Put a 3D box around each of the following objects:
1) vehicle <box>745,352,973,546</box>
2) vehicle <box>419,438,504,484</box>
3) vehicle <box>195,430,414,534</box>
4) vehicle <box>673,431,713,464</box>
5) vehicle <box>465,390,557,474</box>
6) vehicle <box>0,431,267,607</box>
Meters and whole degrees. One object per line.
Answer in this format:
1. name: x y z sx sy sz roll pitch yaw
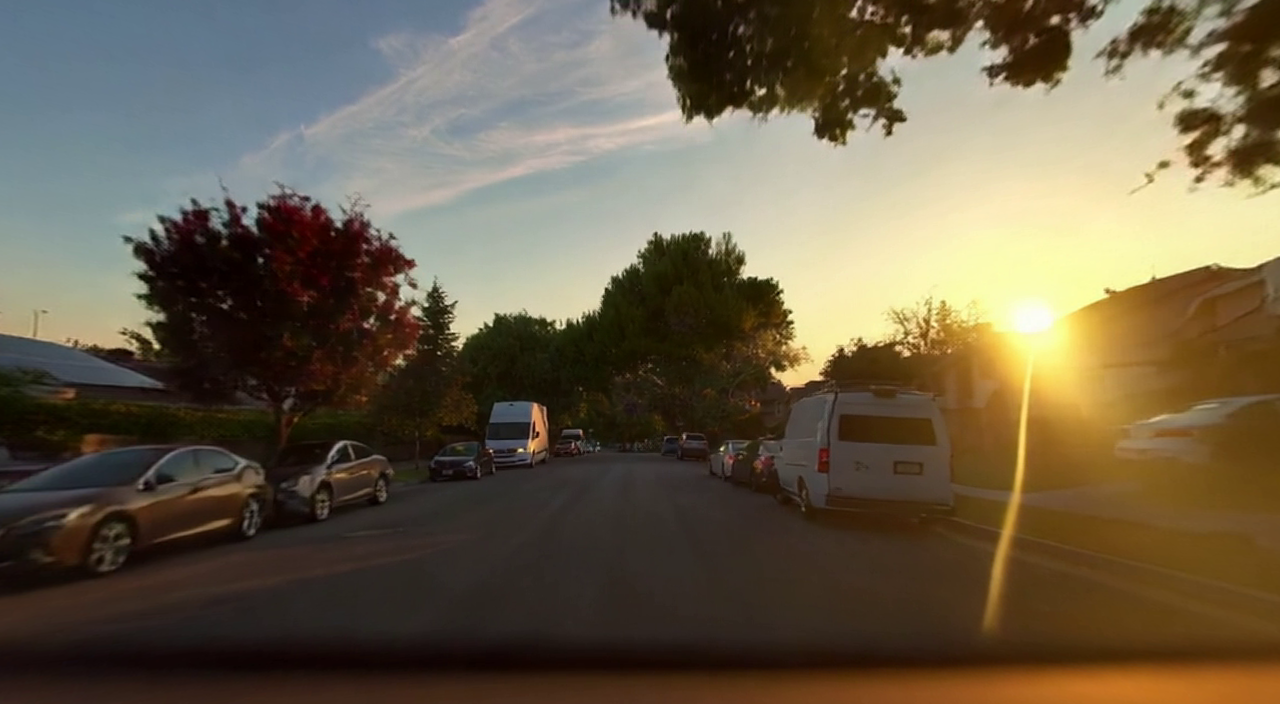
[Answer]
1. vehicle: 3.330 1.570 10.825 2.215 2.542 4.550 -2 -7 0
2. vehicle: -6.289 3.831 22.650 1.921 1.470 4.068 0 -8 -1
3. vehicle: -6.095 2.378 12.208 1.818 1.563 4.483 -2 -8 0
4. vehicle: 3.120 5.693 37.860 1.965 1.855 4.677 0 -8 -1
5. vehicle: -6.135 3.991 31.356 2.896 3.648 8.004 0 -8 0
6. vehicle: -6.192 1.719 7.280 1.758 1.519 3.396 -2 -7 -2
